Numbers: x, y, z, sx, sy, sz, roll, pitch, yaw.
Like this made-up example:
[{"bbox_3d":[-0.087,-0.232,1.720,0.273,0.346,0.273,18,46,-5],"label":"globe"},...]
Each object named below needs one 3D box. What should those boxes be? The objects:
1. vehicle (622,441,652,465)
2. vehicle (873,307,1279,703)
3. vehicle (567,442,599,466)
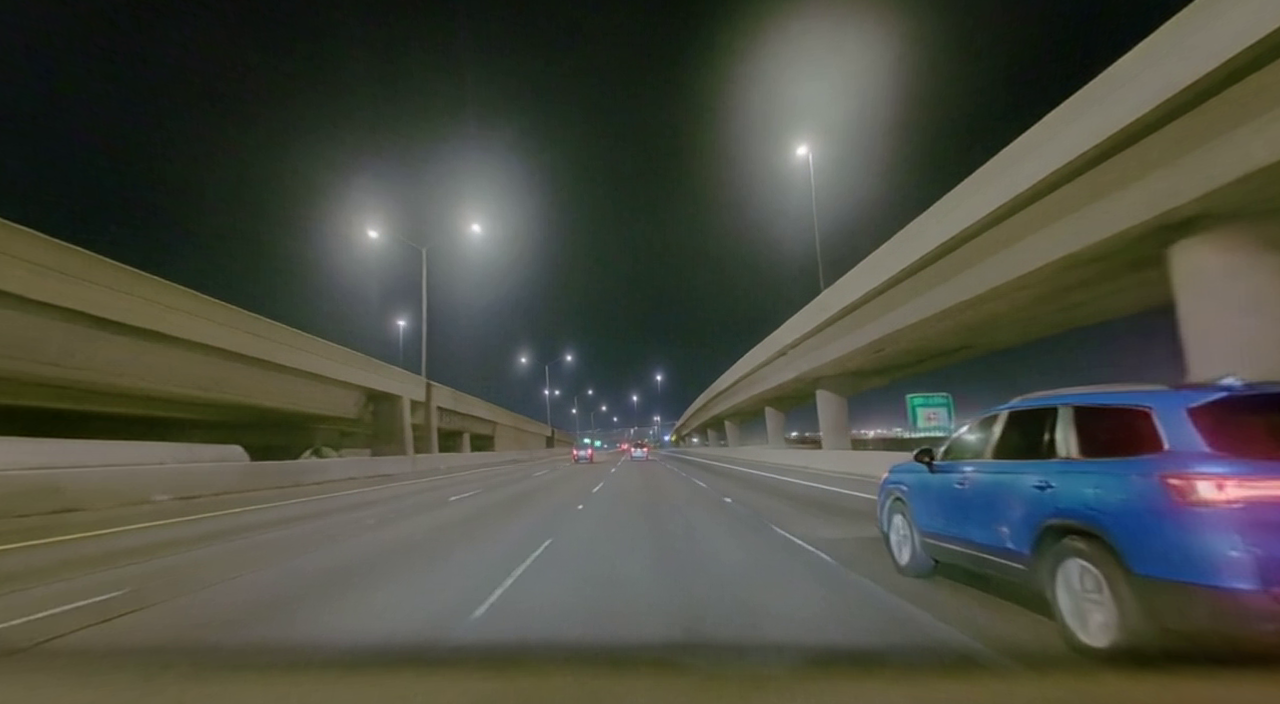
[{"bbox_3d":[-0.227,7.389,46.501,2.132,1.657,3.967,0,-8,-1],"label":"vehicle"},{"bbox_3d":[3.718,1.014,4.384,2.288,1.841,4.779,0,-8,-1],"label":"vehicle"},{"bbox_3d":[-4.081,7.336,45.778,2.000,1.646,4.201,0,-8,-1],"label":"vehicle"}]
